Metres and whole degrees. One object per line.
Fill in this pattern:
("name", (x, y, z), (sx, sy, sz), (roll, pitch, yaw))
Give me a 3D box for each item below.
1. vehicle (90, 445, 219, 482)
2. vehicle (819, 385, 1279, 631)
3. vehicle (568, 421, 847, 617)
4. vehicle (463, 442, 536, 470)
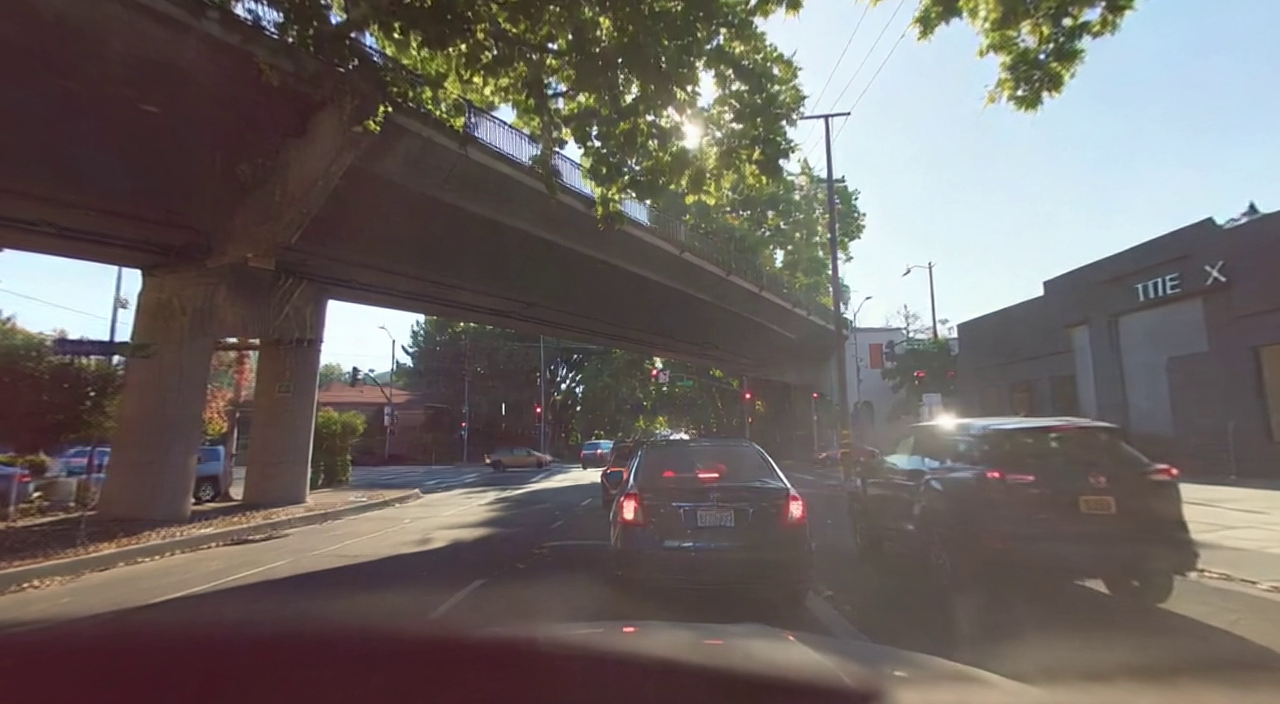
("vehicle", (-23.142, 5.330, 30.206), (4.474, 1.673, 2.010), (0, -8, 1))
("vehicle", (3.647, 1.469, 6.931), (2.062, 1.781, 4.488), (0, -8, 0))
("vehicle", (0.529, 1.576, 6.929), (2.101, 1.467, 4.210), (0, -8, 1))
("vehicle", (-7.657, 5.692, 34.794), (1.873, 1.462, 4.283), (-3, -9, 19))
